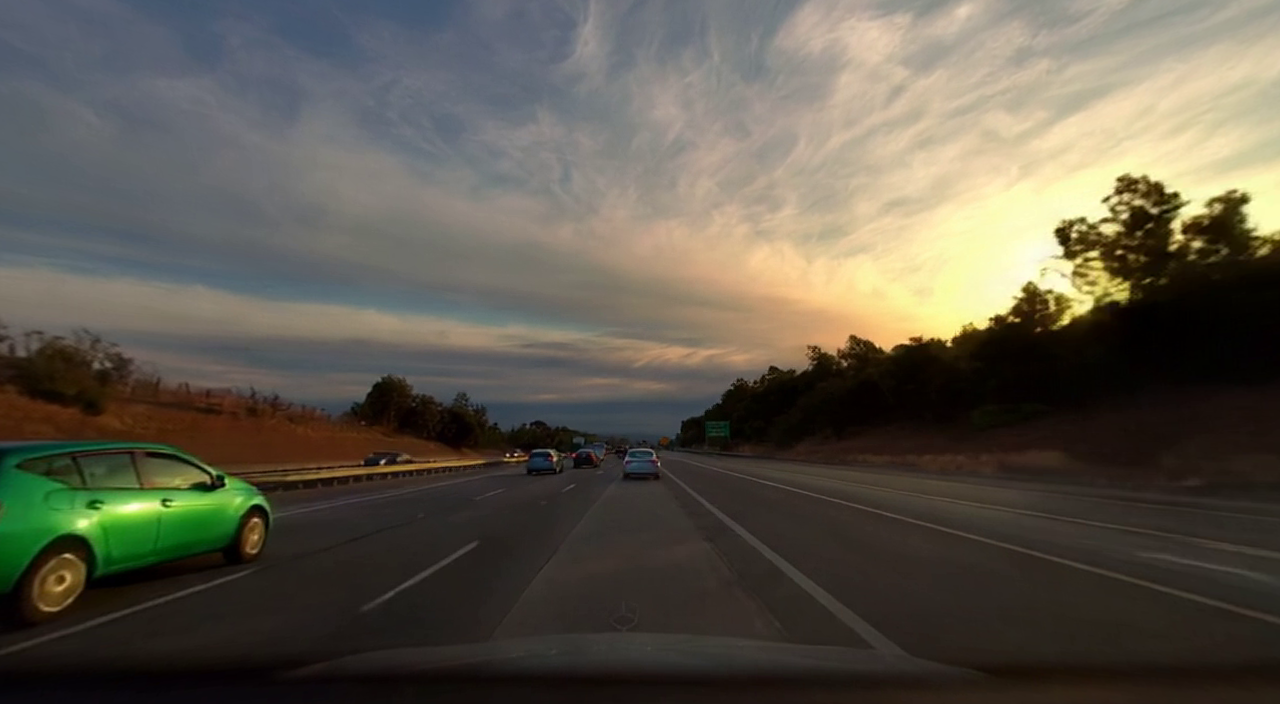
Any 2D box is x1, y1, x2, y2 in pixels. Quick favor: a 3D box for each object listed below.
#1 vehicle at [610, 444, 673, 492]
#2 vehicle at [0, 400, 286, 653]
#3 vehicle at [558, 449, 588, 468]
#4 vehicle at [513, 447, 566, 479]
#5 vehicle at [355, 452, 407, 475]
[{"bbox_3d":[0.049,3.885,21.370,1.940,1.451,3.512,0,-9,0],"label":"vehicle"},{"bbox_3d":[-5.177,1.307,5.174,2.058,1.626,4.118,0,-9,1],"label":"vehicle"},{"bbox_3d":[-5.056,8.078,47.813,1.814,1.417,3.860,0,-9,1],"label":"vehicle"},{"bbox_3d":[-4.937,5.490,31.407,1.892,1.481,4.180,0,-9,1],"label":"vehicle"},{"bbox_3d":[-17.448,7.491,42.526,1.895,1.435,3.589,0,-9,1],"label":"vehicle"}]
